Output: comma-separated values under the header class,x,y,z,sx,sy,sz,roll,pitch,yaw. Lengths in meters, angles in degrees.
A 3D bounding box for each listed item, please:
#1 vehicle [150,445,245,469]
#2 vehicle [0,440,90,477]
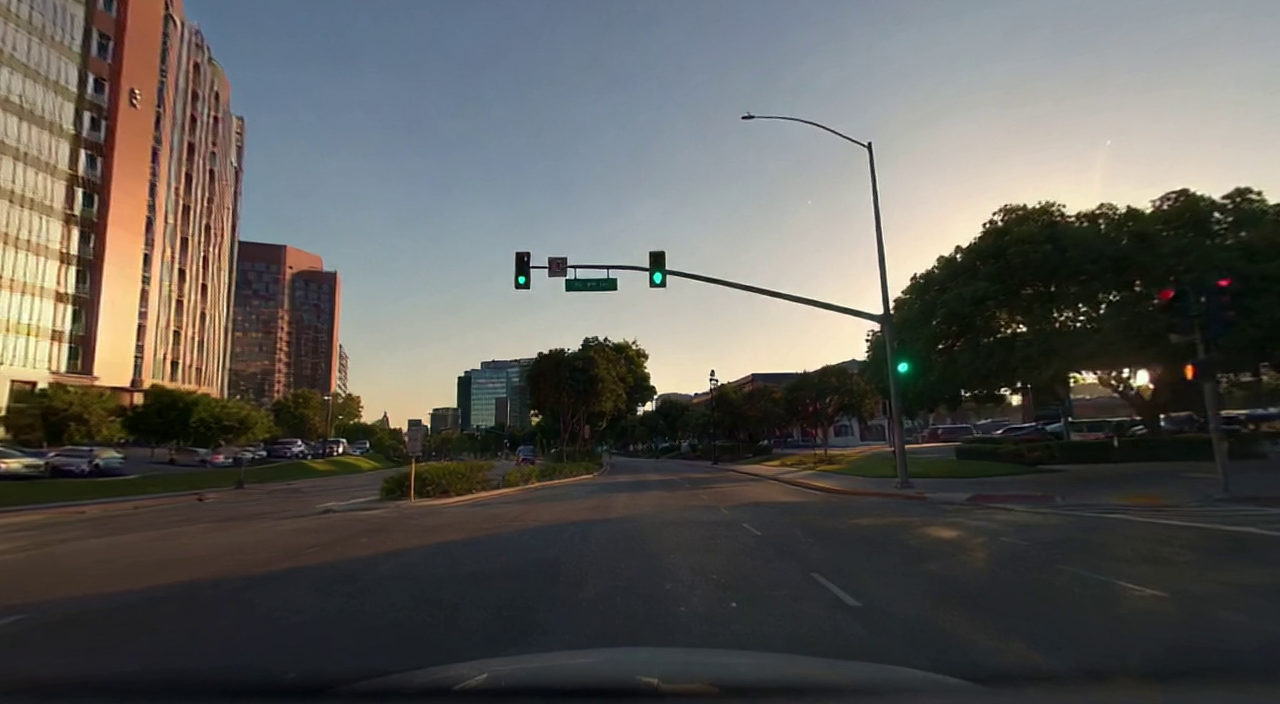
class,x,y,z,sx,sy,sz,roll,pitch,yaw
vehicle,-28.867,6.857,41.226,4.652,1.489,1.992,0,-9,-2
vehicle,-29.227,5.028,29.884,4.290,1.654,1.974,0,-9,-2
